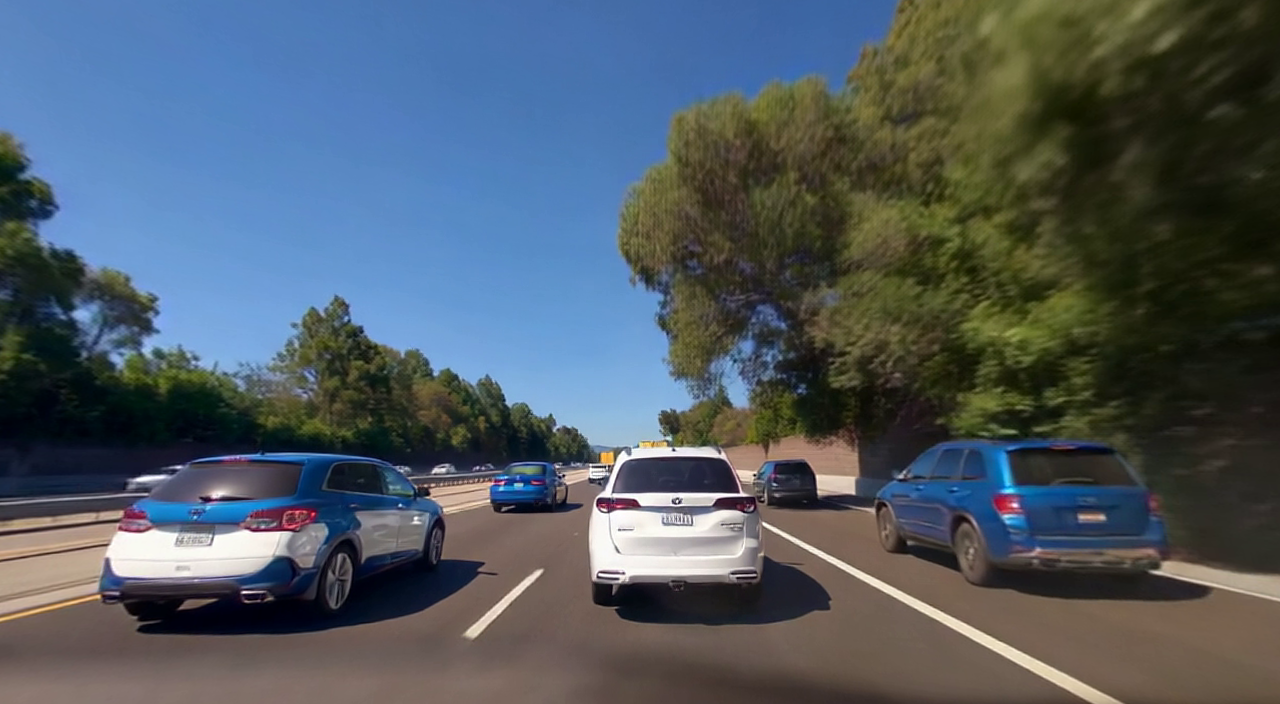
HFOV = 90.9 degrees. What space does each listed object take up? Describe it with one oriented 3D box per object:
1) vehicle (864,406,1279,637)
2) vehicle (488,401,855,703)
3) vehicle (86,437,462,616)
[{"bbox_3d":[4.459,1.804,7.450,1.984,1.876,4.287,1,-11,0],"label":"vehicle"},{"bbox_3d":[0.161,1.537,5.713,2.057,1.725,4.126,1,-11,-1],"label":"vehicle"},{"bbox_3d":[-3.894,1.956,7.829,1.994,1.556,4.263,0,-11,1],"label":"vehicle"}]
